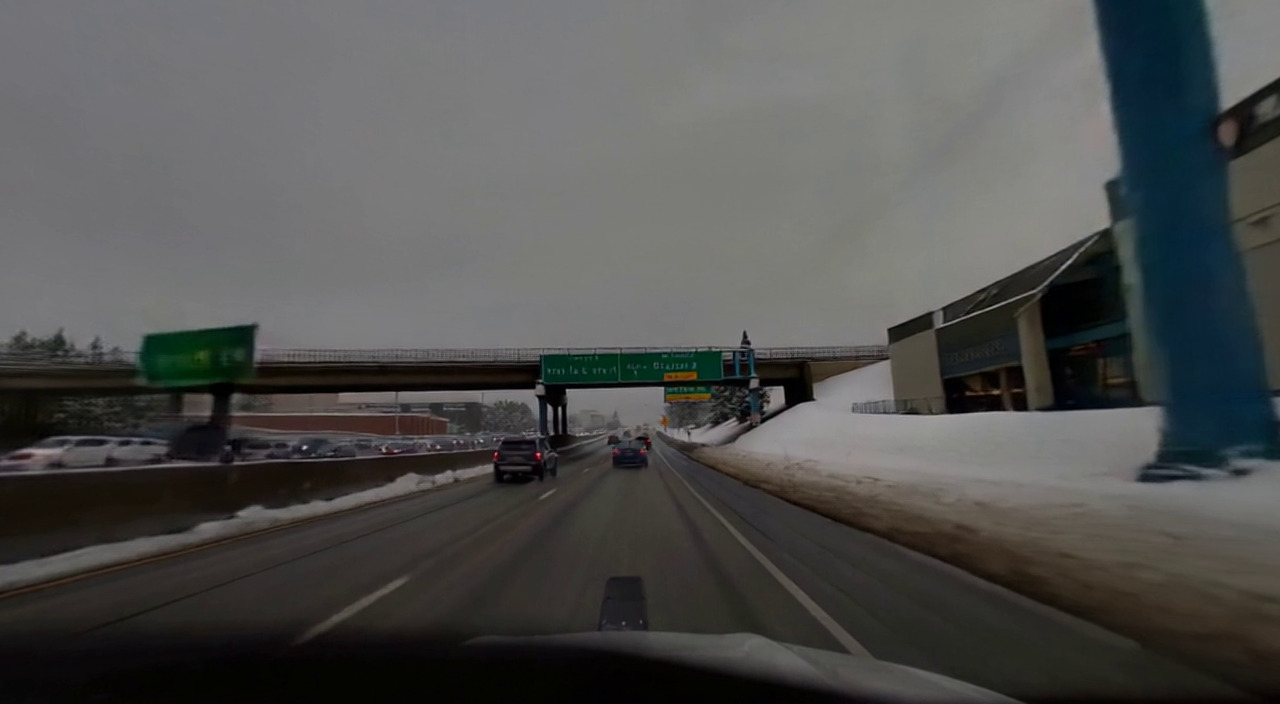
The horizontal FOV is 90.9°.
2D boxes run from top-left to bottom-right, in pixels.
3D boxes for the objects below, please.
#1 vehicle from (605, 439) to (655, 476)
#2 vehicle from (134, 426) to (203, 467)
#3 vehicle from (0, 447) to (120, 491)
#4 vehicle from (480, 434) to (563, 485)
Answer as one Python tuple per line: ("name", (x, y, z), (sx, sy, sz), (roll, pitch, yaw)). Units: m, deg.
("vehicle", (-0.372, 4.276, 25.788), (1.877, 1.386, 3.872), (0, -8, 0))
("vehicle", (-32.407, 6.477, 43.443), (2.120, 2.646, 3.194), (-2, -8, 2))
("vehicle", (-28.848, 5.681, 31.105), (2.051, 1.965, 4.929), (0, -8, 1))
("vehicle", (-4.019, 3.710, 22.122), (2.064, 1.589, 4.213), (0, -8, 1))
